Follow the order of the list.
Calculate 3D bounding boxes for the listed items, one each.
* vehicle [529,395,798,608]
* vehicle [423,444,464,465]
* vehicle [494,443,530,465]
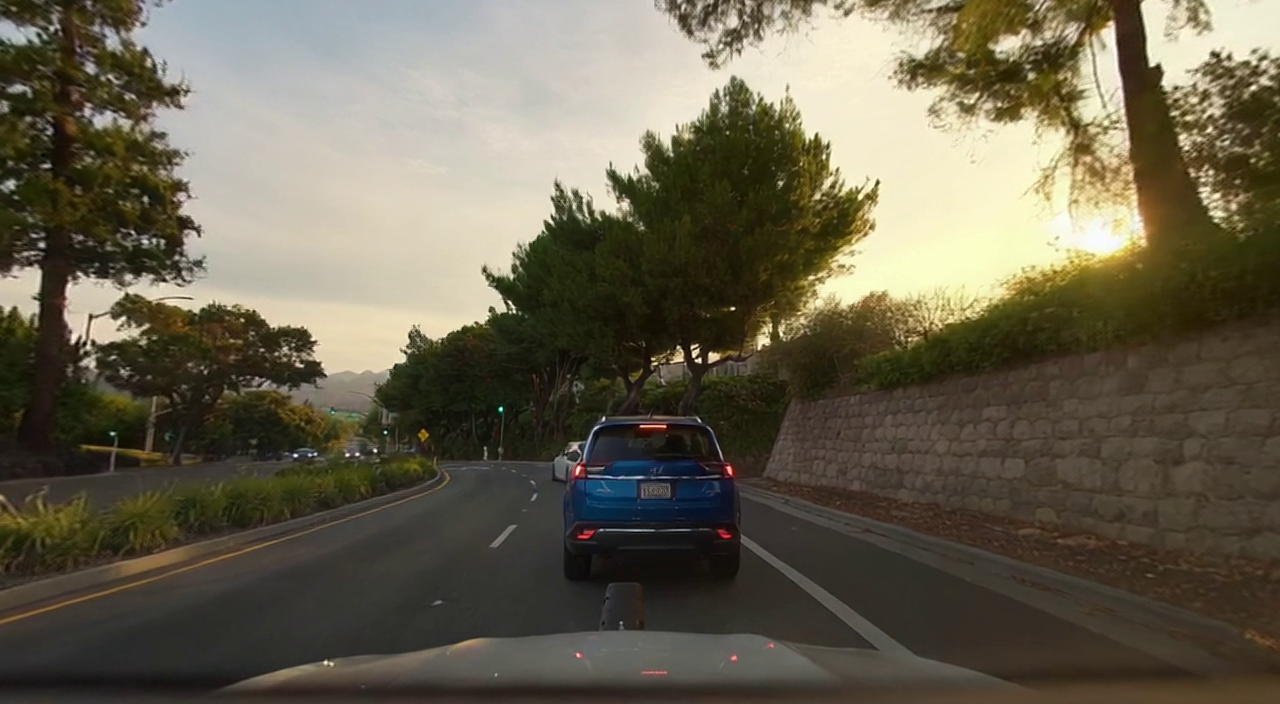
[{"bbox_3d":[0.021,1.565,7.559,2.287,1.762,4.269,1,-8,-5],"label":"vehicle"},{"bbox_3d":[-14.897,7.733,47.780,2.023,1.474,4.286,5,-9,-29],"label":"vehicle"},{"bbox_3d":[-9.546,7.540,46.951,1.837,1.483,4.559,3,-9,-21],"label":"vehicle"}]
